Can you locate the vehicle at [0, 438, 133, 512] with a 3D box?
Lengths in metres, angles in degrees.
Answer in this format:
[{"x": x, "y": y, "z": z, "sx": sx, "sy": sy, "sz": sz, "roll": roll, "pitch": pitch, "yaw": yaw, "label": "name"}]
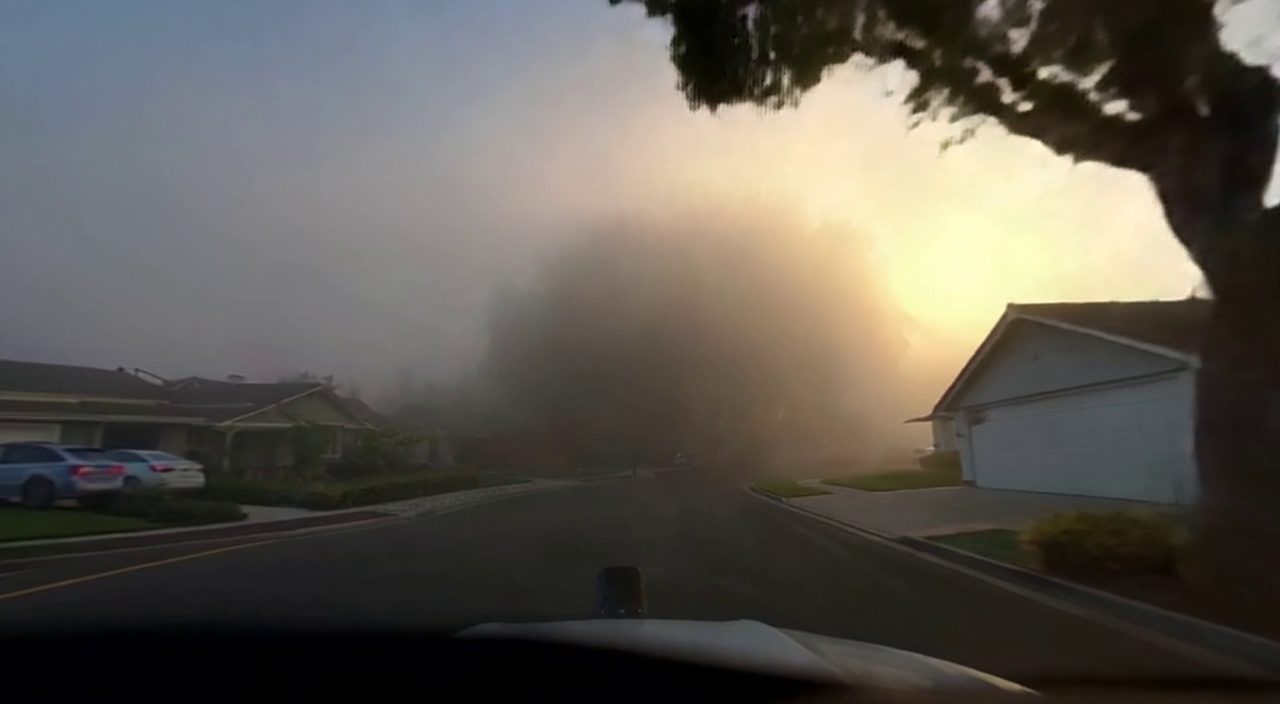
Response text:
[{"x": -16.715, "y": 3.209, "z": 16.705, "sx": 4.581, "sy": 1.811, "sz": 2.145, "roll": 1, "pitch": -9, "yaw": -3, "label": "vehicle"}]
